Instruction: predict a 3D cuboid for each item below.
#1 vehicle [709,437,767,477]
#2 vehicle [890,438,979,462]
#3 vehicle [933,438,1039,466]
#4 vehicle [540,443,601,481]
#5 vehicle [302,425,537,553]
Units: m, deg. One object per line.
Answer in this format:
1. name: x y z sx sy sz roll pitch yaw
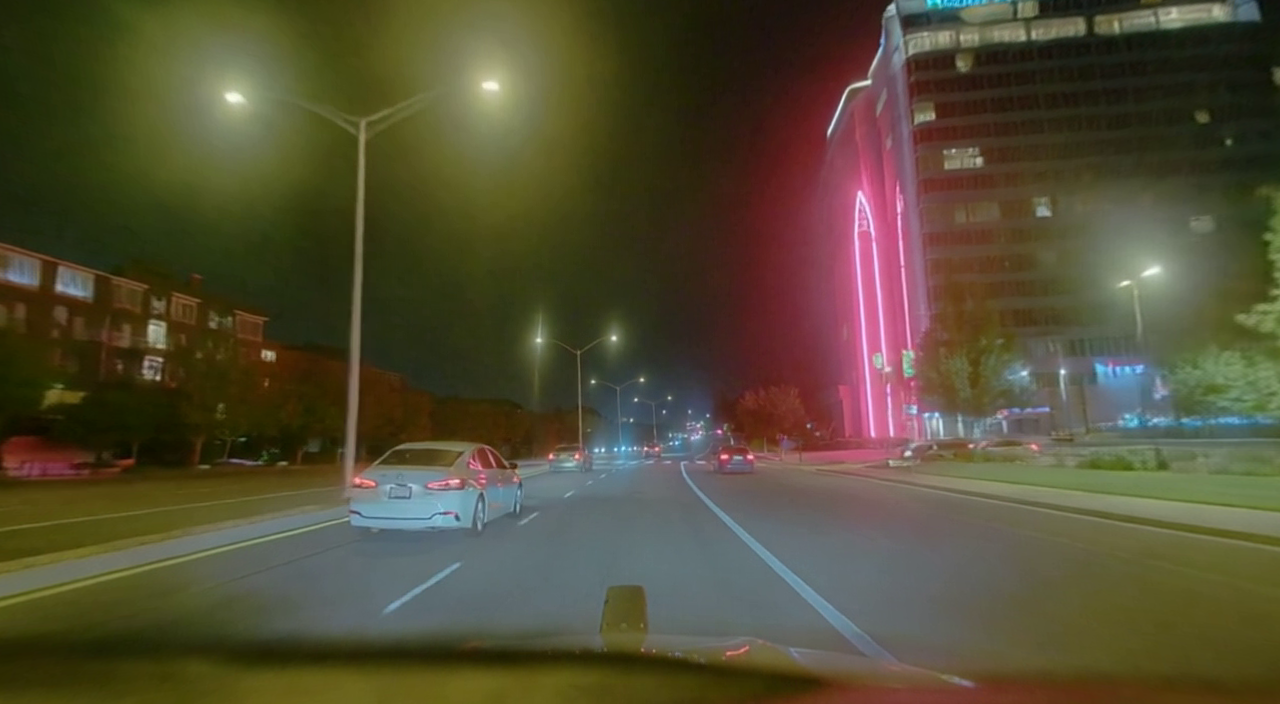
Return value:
1. vehicle: 4.538 4.924 29.778 2.103 1.699 4.171 0 -8 1
2. vehicle: 18.759 6.267 40.358 4.583 1.491 2.192 0 -8 -1
3. vehicle: 18.920 5.477 34.630 4.502 1.454 2.129 0 -9 0
4. vehicle: -2.872 4.652 27.005 1.980 1.454 4.226 -1 -8 3
5. vehicle: -3.101 2.030 10.078 2.118 1.568 4.436 0 -8 1
